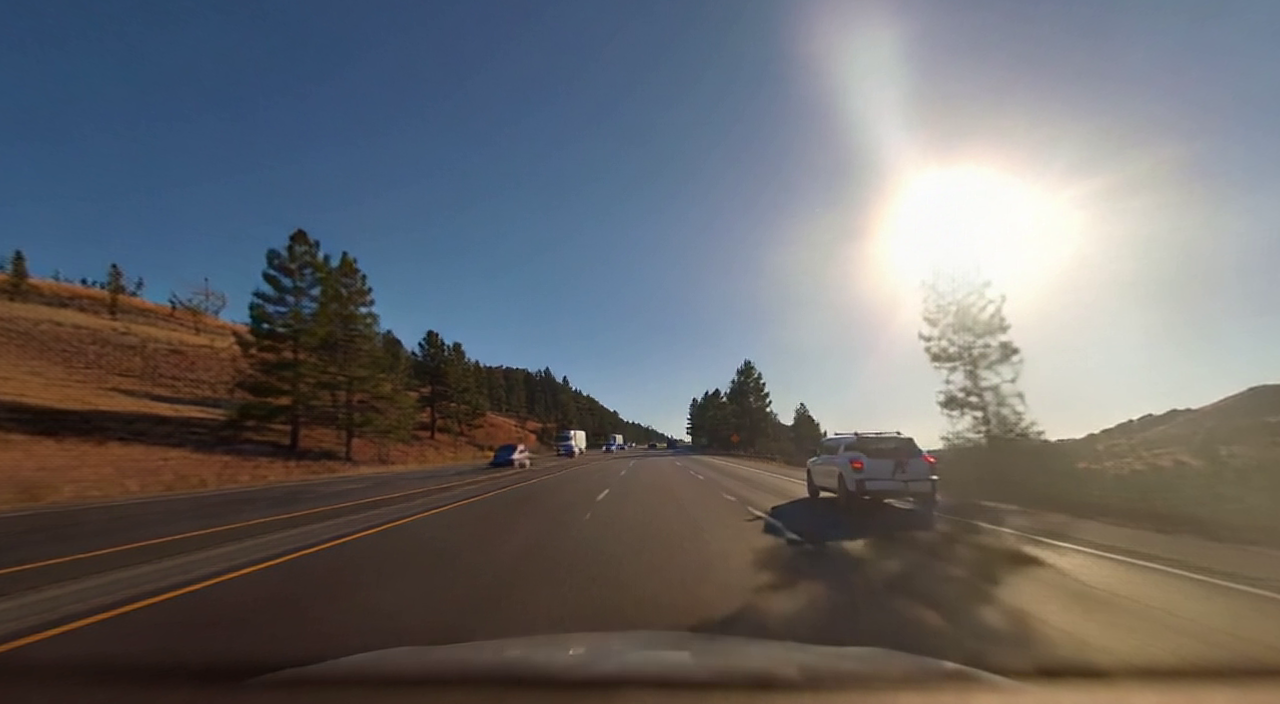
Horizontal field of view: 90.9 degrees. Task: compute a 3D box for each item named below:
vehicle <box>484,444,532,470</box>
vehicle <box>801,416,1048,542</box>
[{"bbox_3d":[-8.725,6.982,42.040,2.062,1.597,4.608,0,-8,1],"label":"vehicle"},{"bbox_3d":[4.533,2.106,11.146,2.098,1.703,4.862,0,-8,0],"label":"vehicle"}]
